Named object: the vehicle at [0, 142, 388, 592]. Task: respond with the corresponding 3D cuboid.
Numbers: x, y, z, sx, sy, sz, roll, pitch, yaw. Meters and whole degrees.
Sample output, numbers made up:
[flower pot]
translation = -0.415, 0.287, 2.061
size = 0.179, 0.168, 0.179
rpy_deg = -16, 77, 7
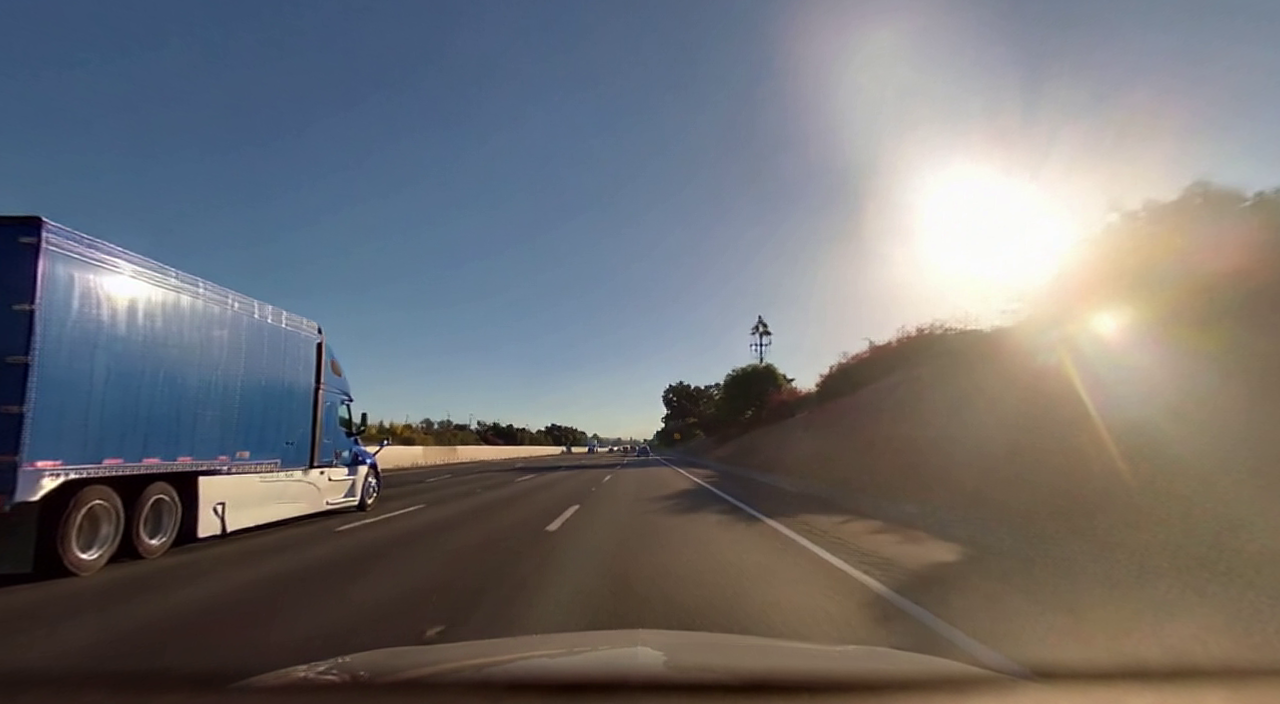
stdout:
[vehicle]
translation = -7.081, 0.652, 9.086
size = 2.996, 3.947, 8.600
rpy_deg = 0, -9, 2
